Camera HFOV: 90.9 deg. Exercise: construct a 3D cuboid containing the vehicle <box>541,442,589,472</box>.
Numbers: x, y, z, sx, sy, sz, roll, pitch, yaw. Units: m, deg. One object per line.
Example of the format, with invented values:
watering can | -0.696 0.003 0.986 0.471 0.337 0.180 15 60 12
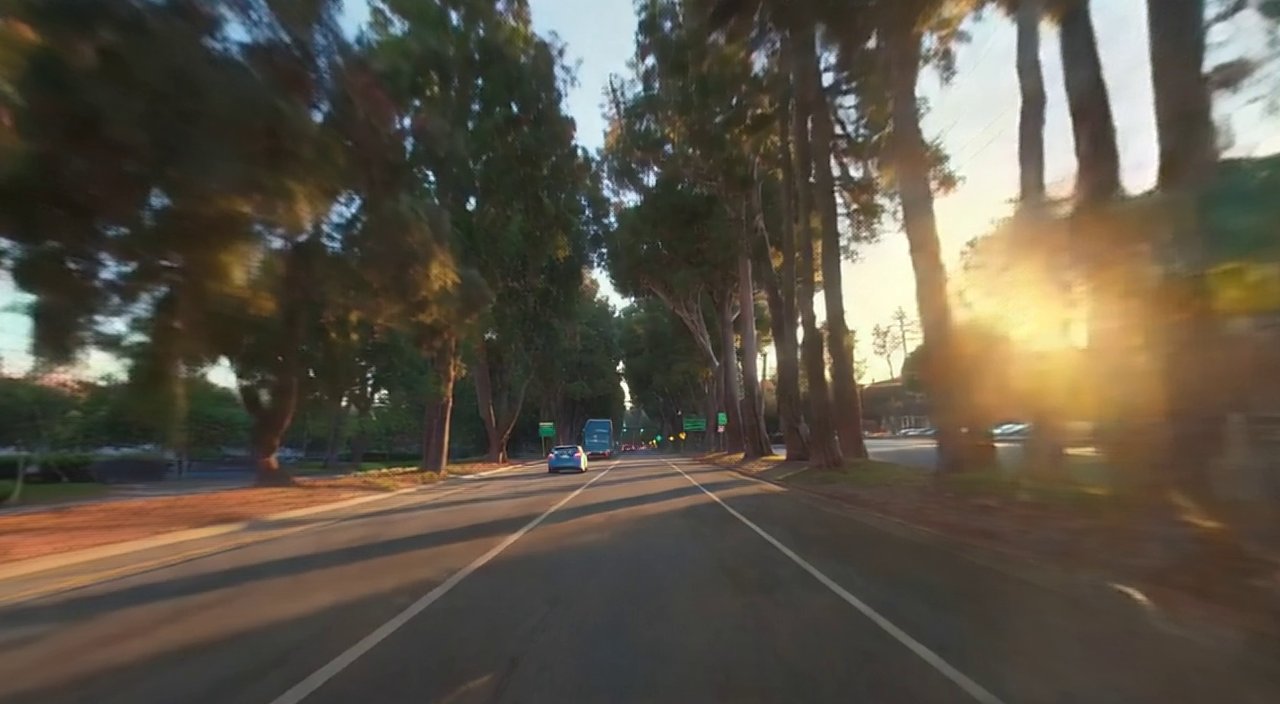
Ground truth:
vehicle | -3.978 5.636 34.112 2.005 1.462 4.345 0 -8 1
